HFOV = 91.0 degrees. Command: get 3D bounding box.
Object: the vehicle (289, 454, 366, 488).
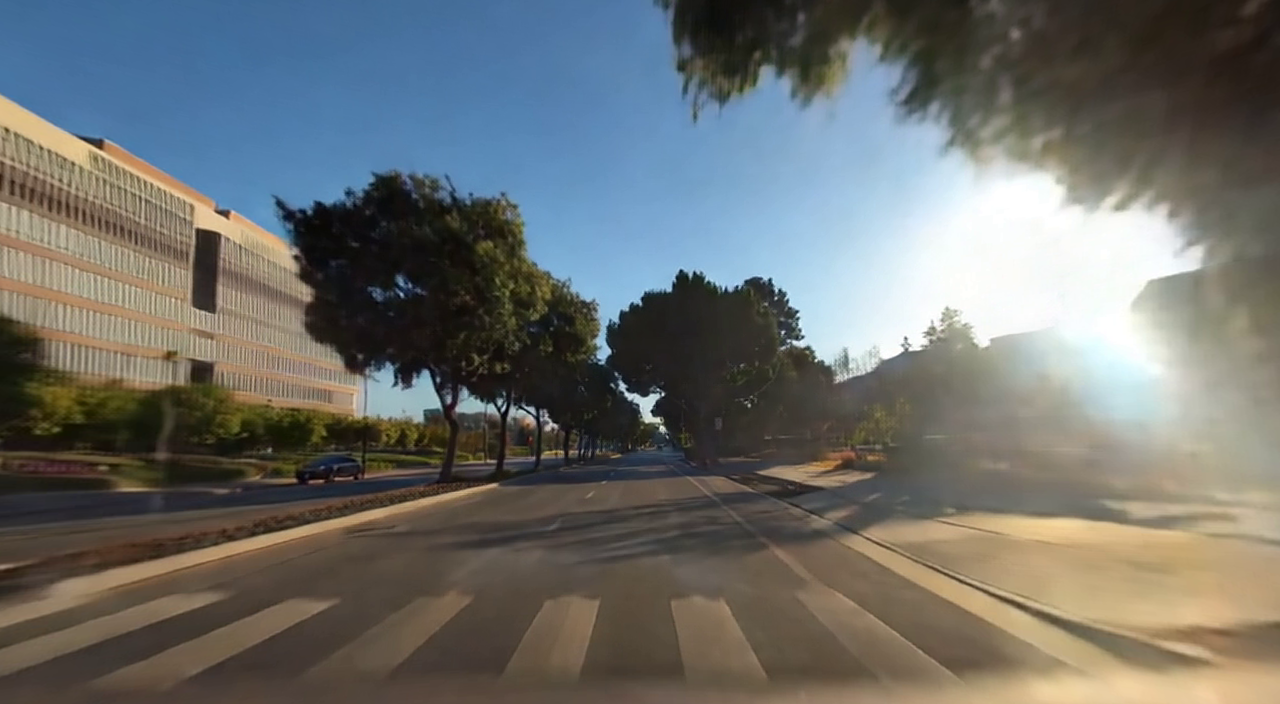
[{"bbox_3d":[-16.611,6.328,33.755,1.807,1.570,4.557,-2,-9,0],"label":"vehicle"}]
